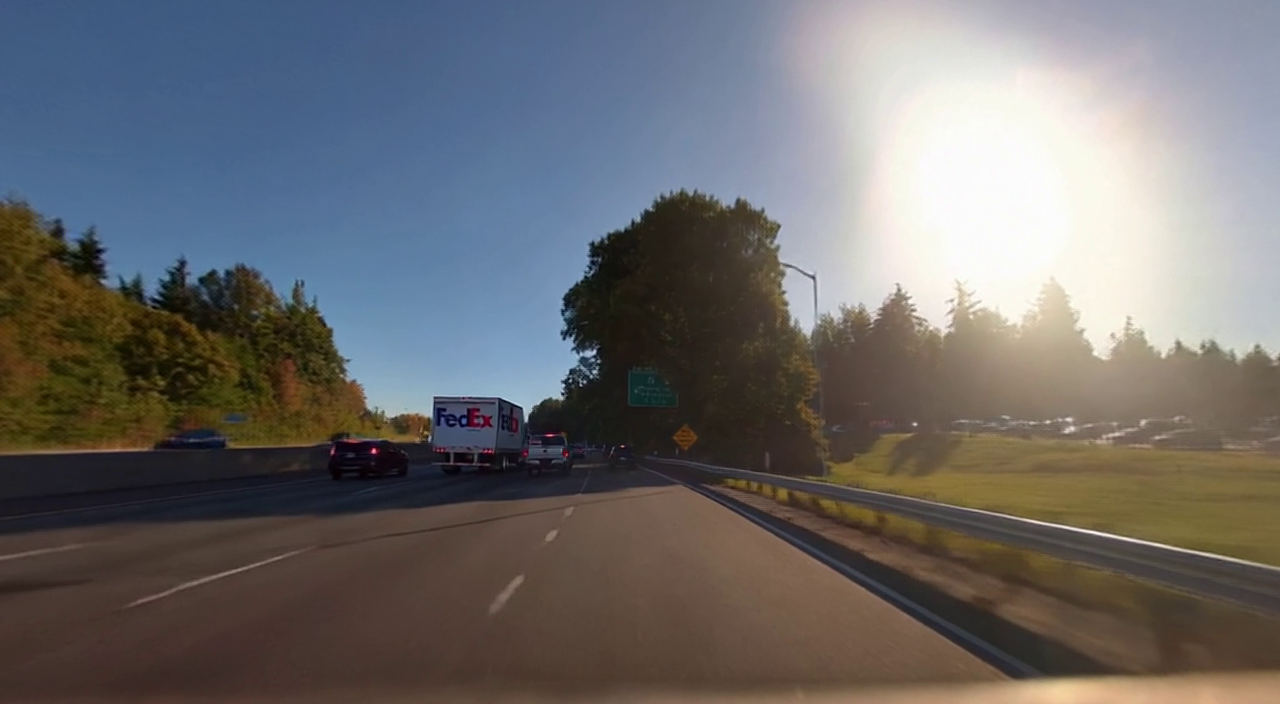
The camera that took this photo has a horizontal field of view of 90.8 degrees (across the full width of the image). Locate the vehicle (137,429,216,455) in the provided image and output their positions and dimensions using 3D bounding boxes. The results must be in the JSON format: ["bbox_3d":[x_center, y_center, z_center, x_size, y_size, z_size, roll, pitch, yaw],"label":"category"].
[{"bbox_3d":[-30.412,5.971,41.631,1.972,1.619,4.414,1,-9,-3],"label":"vehicle"}]

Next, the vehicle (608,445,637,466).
[{"bbox_3d":[-1.359,7.661,46.824,2.043,1.489,3.839,1,-9,-3],"label":"vehicle"}]

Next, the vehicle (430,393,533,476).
[{"bbox_3d":[-6.966,3.899,29.222,2.870,3.266,8.589,0,-9,-2],"label":"vehicle"}]

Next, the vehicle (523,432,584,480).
[{"bbox_3d":[-3.654,4.487,27.488,2.170,1.886,4.628,0,-9,-2],"label":"vehicle"}]

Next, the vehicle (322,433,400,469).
[{"bbox_3d":[-13.937,4.999,31.901,2.018,1.668,4.409,0,-9,-2],"label":"vehicle"}]
